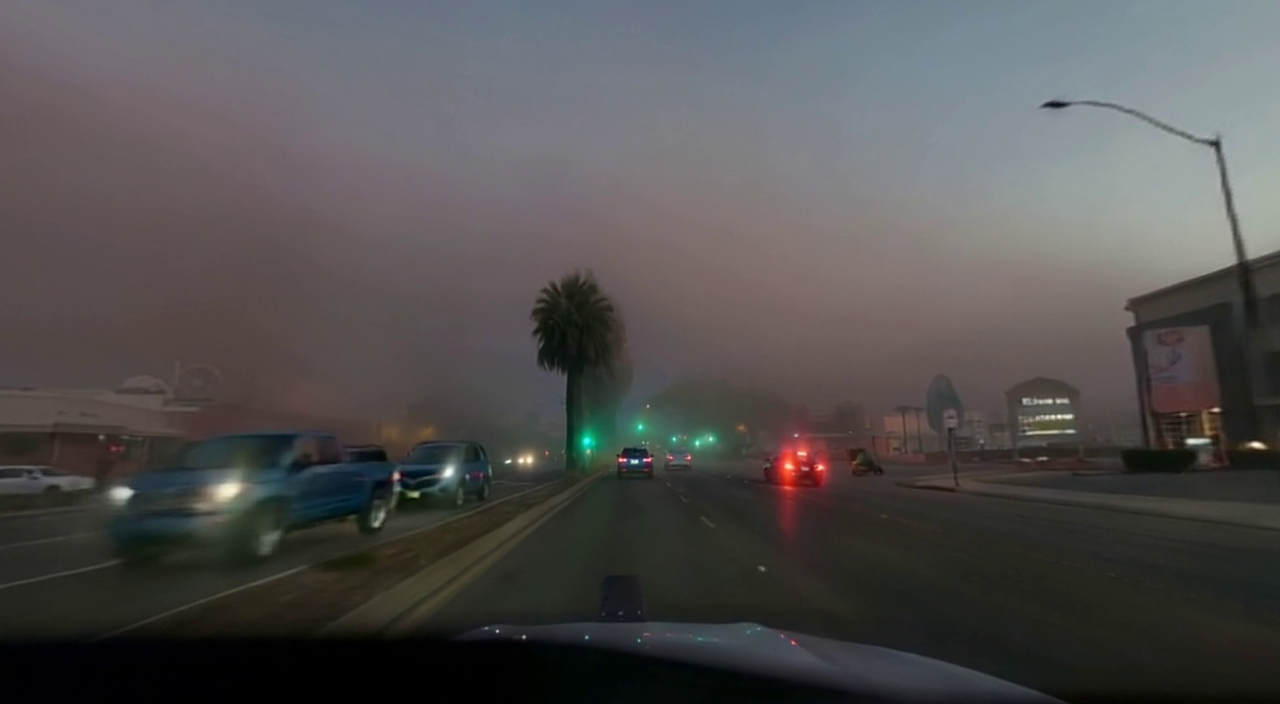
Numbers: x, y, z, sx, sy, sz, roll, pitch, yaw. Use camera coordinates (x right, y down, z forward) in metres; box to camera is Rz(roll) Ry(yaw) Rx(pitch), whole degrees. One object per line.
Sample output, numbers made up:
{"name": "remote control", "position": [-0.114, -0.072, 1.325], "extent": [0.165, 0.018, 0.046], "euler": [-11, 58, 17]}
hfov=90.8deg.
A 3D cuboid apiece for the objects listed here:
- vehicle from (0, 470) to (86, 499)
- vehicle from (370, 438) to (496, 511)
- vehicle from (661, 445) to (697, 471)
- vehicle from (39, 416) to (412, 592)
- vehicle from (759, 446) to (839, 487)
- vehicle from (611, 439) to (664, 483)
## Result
{"name": "vehicle", "position": [-33.786, 7.350, 35.158], "extent": [4.034, 1.452, 1.933], "euler": [-1, -9, 2]}
{"name": "vehicle", "position": [-5.405, 3.231, 17.196], "extent": [2.016, 1.711, 4.387], "euler": [0, -9, -1]}
{"name": "vehicle", "position": [2.600, 7.233, 43.324], "extent": [2.112, 1.710, 4.234], "euler": [0, -9, -2]}
{"name": "vehicle", "position": [-5.089, 1.901, 8.812], "extent": [2.160, 1.769, 4.494], "euler": [0, -9, -1]}
{"name": "vehicle", "position": [6.181, 4.486, 25.139], "extent": [1.944, 1.447, 4.309], "euler": [0, -9, -2]}
{"name": "vehicle", "position": [-0.143, 4.746, 27.785], "extent": [2.151, 1.787, 4.109], "euler": [0, -9, -1]}
